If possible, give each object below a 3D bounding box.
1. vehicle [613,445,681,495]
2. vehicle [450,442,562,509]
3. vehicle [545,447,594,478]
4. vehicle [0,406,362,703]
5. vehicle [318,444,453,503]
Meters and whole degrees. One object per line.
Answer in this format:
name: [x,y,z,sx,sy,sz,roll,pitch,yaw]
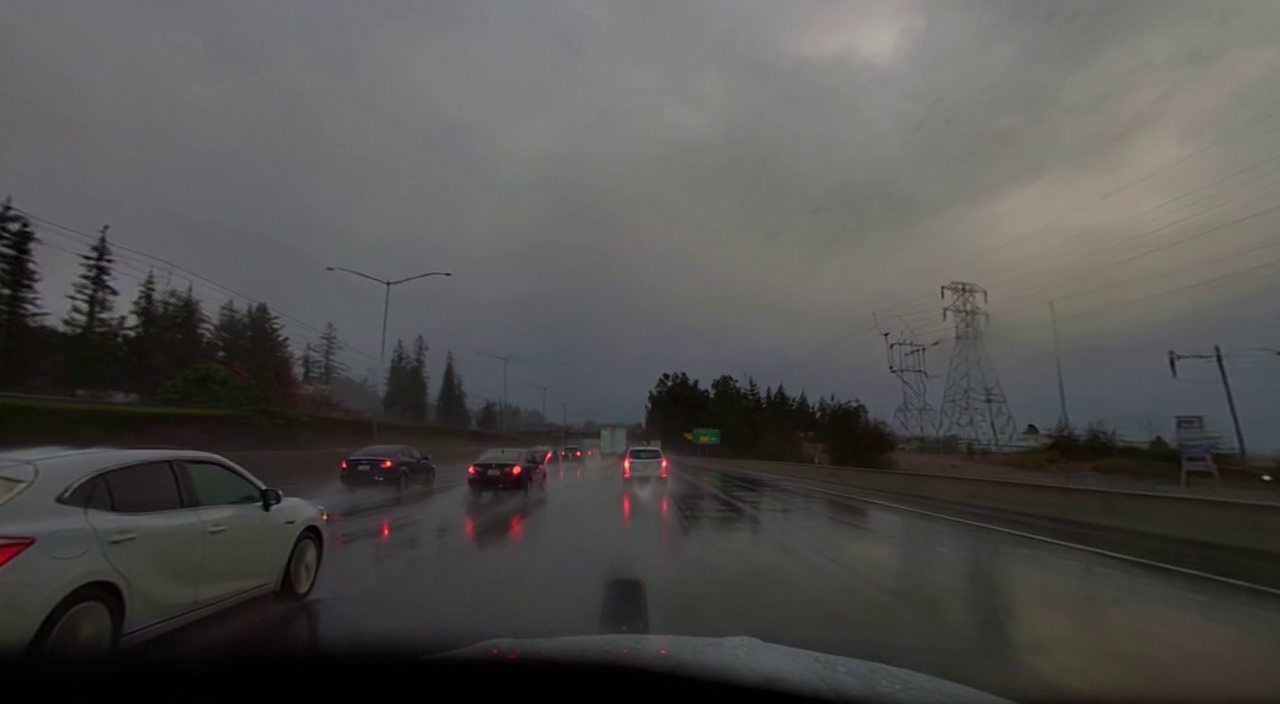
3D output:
vehicle: [0.180,3.873,21.186,2.018,1.470,4.491,0,-9,-1]
vehicle: [-3.254,3.078,16.188,1.912,1.464,4.115,0,-9,1]
vehicle: [-3.496,5.562,32.041,2.013,1.437,3.801,0,-9,0]
vehicle: [-3.645,1.163,3.823,1.883,1.500,4.373,0,-9,1]
vehicle: [-7.046,3.389,18.065,1.867,1.445,4.499,0,-9,2]
